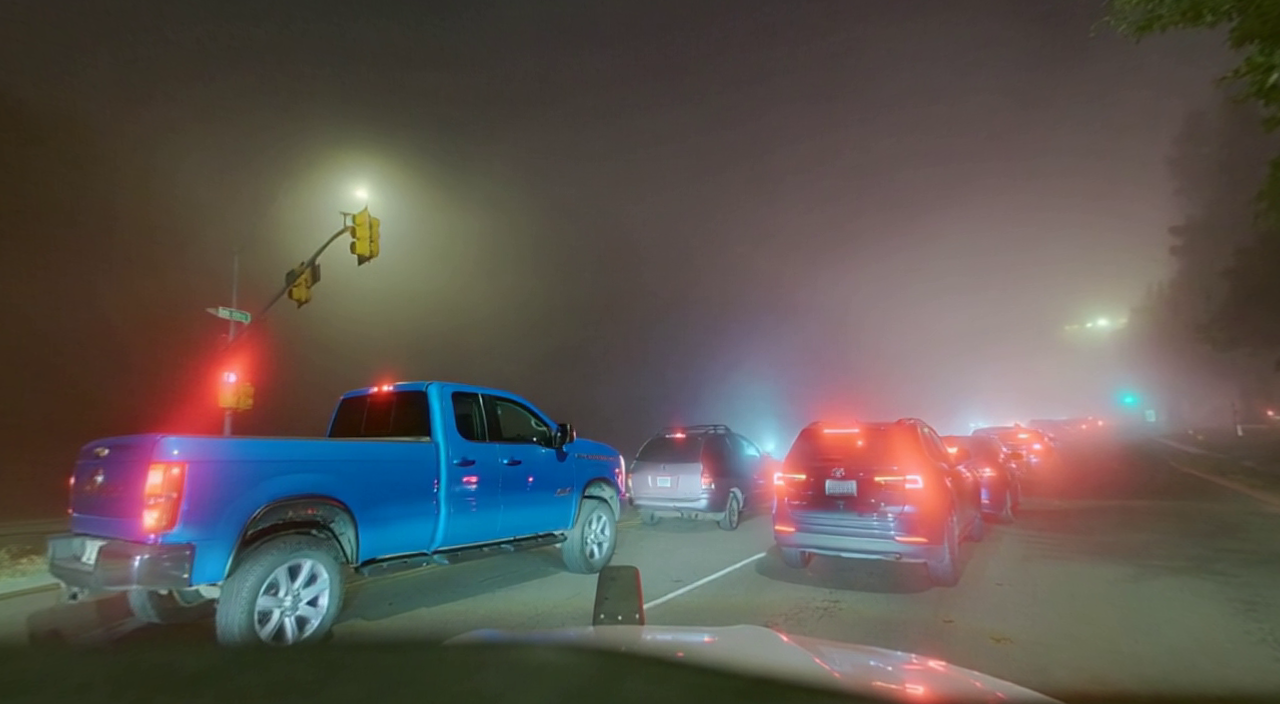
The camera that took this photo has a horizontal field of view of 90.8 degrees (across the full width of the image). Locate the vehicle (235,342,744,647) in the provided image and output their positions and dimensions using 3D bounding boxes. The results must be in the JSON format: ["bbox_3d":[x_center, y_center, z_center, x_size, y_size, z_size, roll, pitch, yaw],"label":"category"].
[{"bbox_3d":[-0.875,1.401,7.470,2.272,2.016,6.146,-5,-10,27],"label":"vehicle"}]

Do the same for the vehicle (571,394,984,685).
[{"bbox_3d":[1.720,1.375,5.988,2.027,1.549,4.801,-6,-10,35],"label":"vehicle"}]

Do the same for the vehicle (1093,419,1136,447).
[{"bbox_3d":[32.809,5.671,43.715,2.160,1.790,4.303,-6,-10,35],"label":"vehicle"}]

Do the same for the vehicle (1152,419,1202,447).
[{"bbox_3d":[35.771,5.473,42.188,2.183,1.714,4.491,-7,-11,37],"label":"vehicle"}]

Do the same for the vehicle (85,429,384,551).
[{"bbox_3d":[-8.280,2.747,13.449,2.174,2.057,4.738,-6,-10,33],"label":"vehicle"}]
